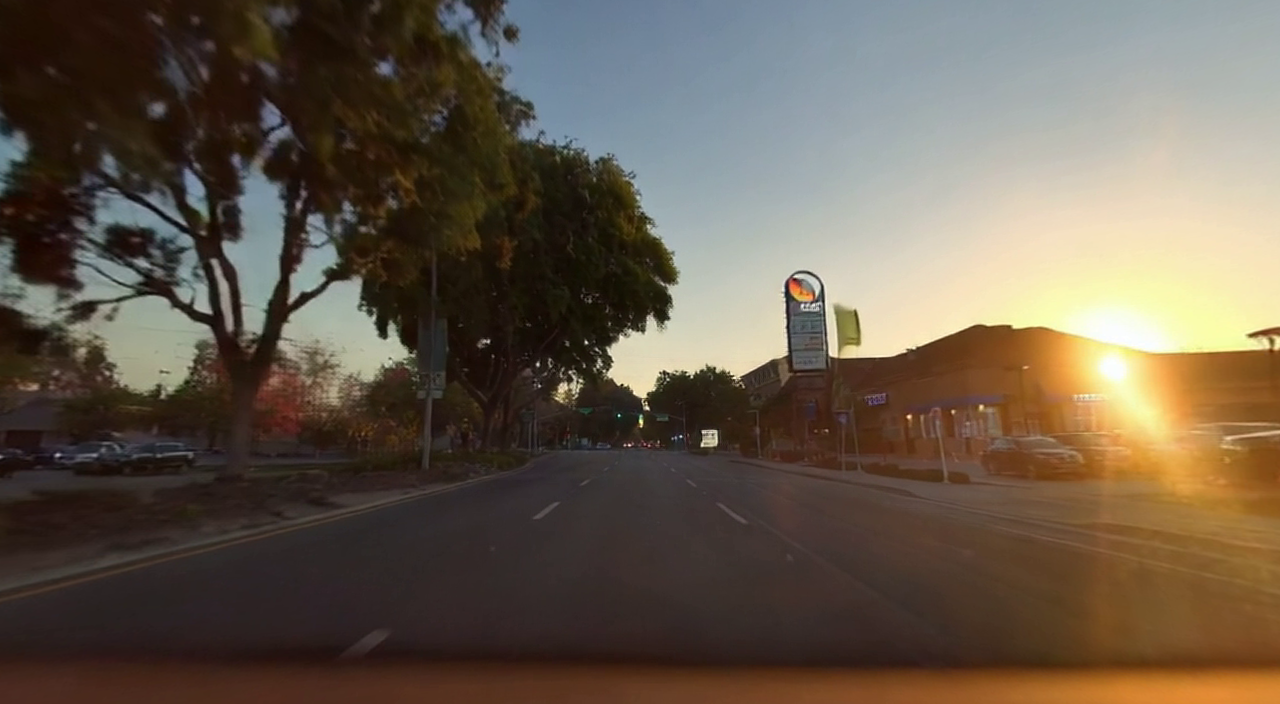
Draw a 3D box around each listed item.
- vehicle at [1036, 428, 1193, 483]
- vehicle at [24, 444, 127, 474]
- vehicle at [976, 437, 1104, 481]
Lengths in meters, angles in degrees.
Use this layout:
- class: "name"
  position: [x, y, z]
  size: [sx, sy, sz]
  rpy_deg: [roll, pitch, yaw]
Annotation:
- class: "vehicle"
  position: [17.342, 3.817, 23.487]
  size: [2.038, 1.812, 4.851]
  rpy_deg: [0, -8, 0]
- class: "vehicle"
  position: [-31.851, 6.039, 35.731]
  size: [3.894, 1.590, 1.908]
  rpy_deg: [0, -8, -1]
- class: "vehicle"
  position: [14.887, 3.985, 23.882]
  size: [1.920, 1.471, 4.516]
  rpy_deg: [0, -8, 1]
